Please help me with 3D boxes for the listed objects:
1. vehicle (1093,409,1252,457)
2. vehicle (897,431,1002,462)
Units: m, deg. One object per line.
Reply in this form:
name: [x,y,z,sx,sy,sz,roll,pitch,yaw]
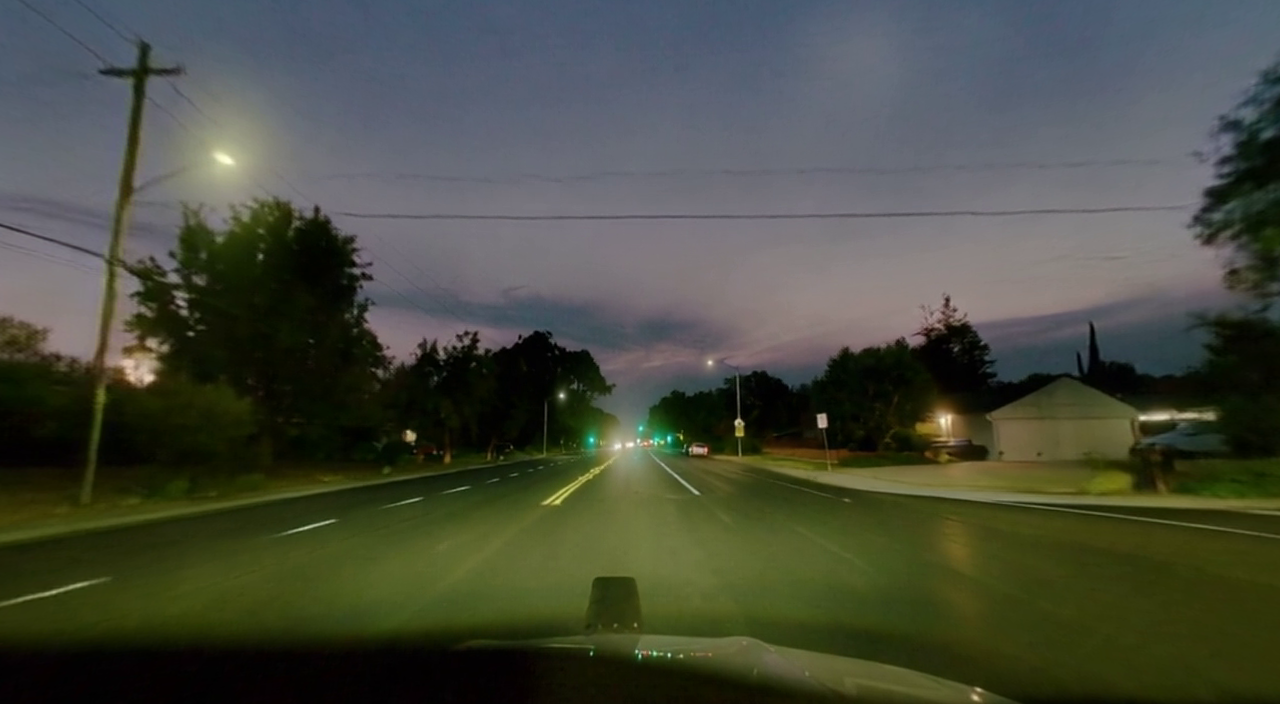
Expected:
vehicle: [22.145,3.416,26.428,4.798,1.800,2.103,-8,-11,43]
vehicle: [16.486,5.065,33.803,4.443,1.497,2.168,-1,-8,1]
